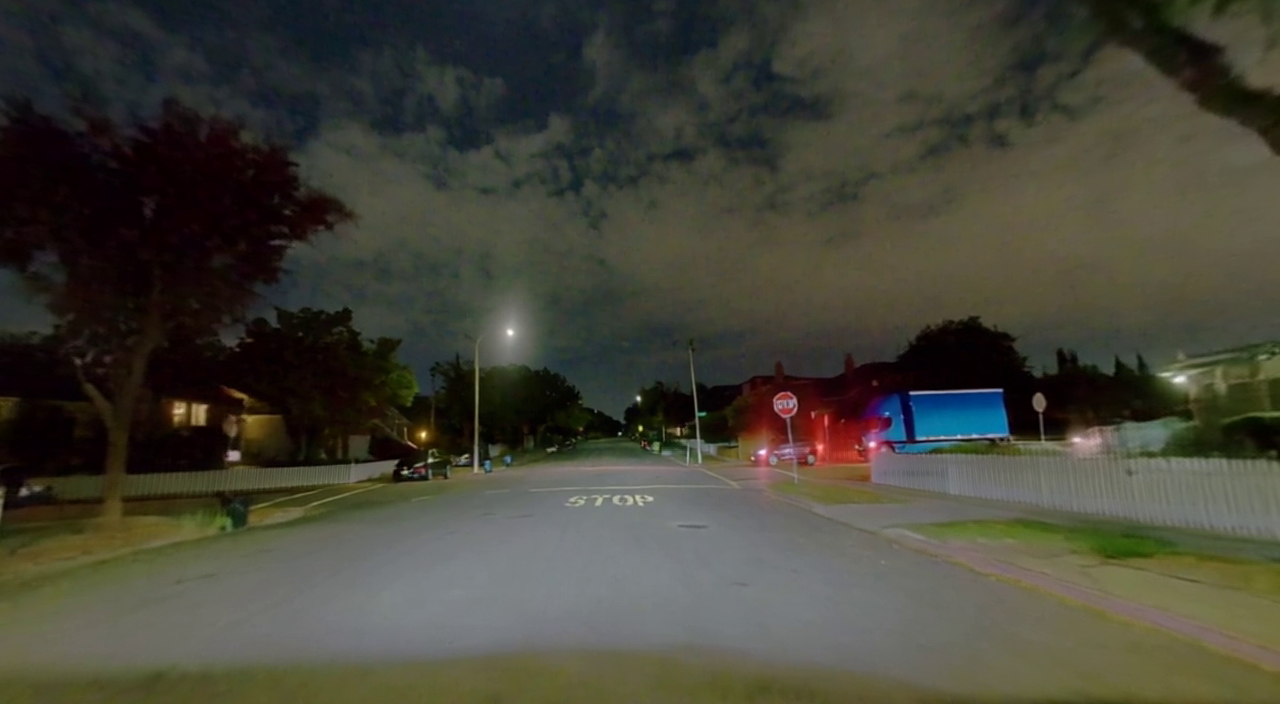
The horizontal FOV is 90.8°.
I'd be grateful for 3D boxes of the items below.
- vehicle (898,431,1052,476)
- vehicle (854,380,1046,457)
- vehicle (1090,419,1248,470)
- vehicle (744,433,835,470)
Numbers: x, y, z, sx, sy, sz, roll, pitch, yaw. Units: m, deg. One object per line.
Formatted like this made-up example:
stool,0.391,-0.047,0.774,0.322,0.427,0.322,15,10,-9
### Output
vehicle,12.091,3.673,22.993,4.488,1.507,1.954,0,-8,-4
vehicle,14.972,3.330,31.050,7.759,3.523,2.930,0,-9,0
vehicle,19.303,3.399,23.180,3.982,1.661,2.106,2,-9,-4
vehicle,7.278,4.899,31.085,3.867,1.710,2.107,0,-9,-1
